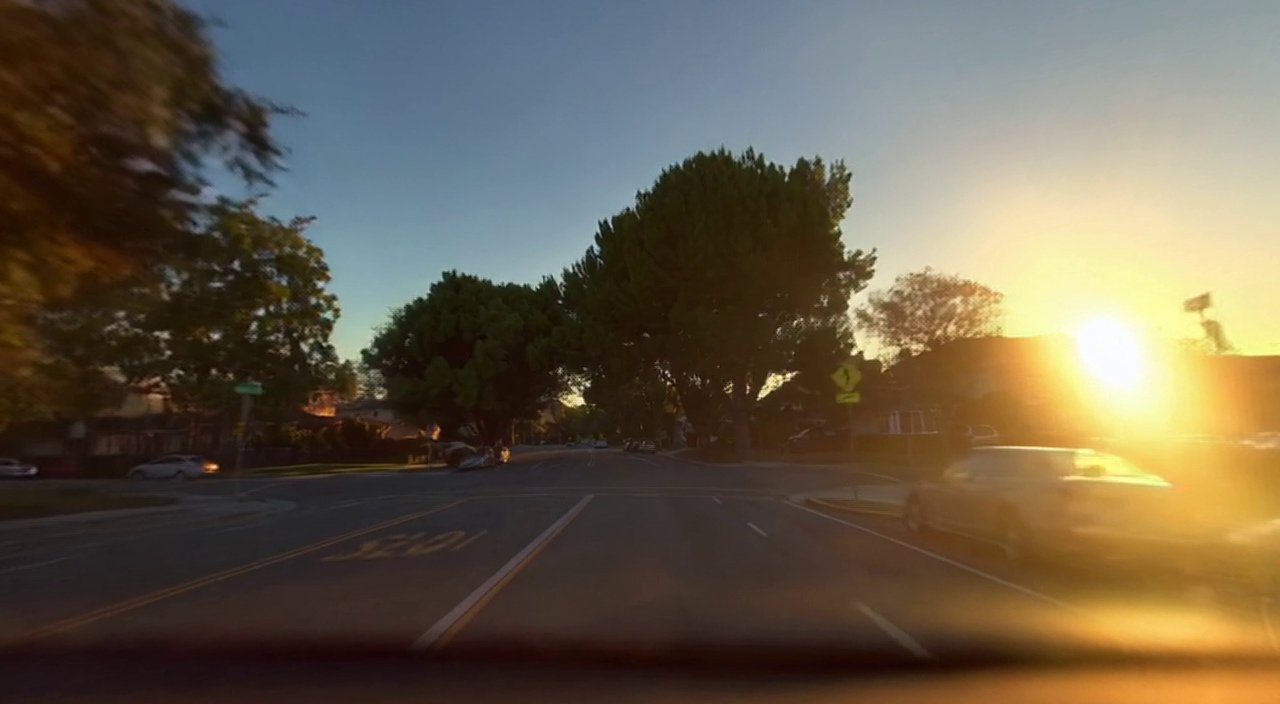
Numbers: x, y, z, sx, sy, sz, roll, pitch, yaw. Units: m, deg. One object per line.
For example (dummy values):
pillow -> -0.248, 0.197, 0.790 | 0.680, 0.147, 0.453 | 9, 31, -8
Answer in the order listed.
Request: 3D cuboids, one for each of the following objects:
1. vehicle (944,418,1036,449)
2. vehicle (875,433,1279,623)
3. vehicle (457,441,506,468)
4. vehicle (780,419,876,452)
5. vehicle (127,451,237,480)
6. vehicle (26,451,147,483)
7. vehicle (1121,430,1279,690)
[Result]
vehicle -> 23.188, 5.441, 41.993 | 4.831, 2.013, 2.082 | 0, -8, -1
vehicle -> 4.667, 1.729, 7.300 | 2.052, 1.464, 4.525 | 0, -9, -2
vehicle -> -10.792, 7.018, 43.377 | 2.037, 1.755, 4.434 | 0, -8, 2
vehicle -> 13.717, 6.222, 46.304 | 6.244, 2.050, 2.209 | -9, -13, 37
vehicle -> -24.374, 6.054, 33.747 | 4.197, 1.431, 2.165 | 0, -9, 0
vehicle -> -29.419, 6.106, 33.678 | 4.477, 1.469, 2.032 | -1, -8, -1
vehicle -> 4.728, 1.030, 2.523 | 2.196, 1.472, 4.426 | 0, -8, 2
